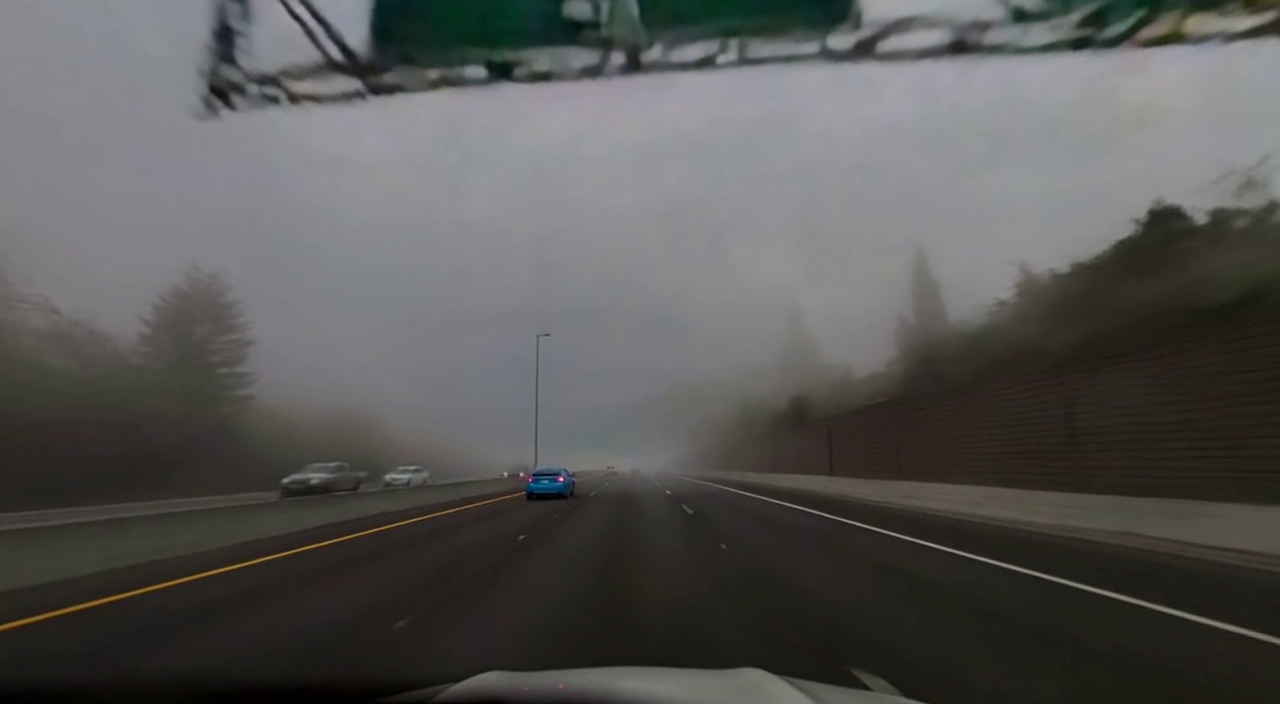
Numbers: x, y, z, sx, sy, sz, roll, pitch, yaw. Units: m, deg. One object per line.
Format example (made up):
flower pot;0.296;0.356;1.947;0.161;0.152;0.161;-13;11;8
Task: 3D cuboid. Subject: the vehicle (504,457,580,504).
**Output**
vehicle;-3.498;4.710;23.355;2.045;1.487;4.582;1;-10;0

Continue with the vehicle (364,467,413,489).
vehicle;-17.940;9.006;45.123;1.751;1.433;4.152;1;-10;1
